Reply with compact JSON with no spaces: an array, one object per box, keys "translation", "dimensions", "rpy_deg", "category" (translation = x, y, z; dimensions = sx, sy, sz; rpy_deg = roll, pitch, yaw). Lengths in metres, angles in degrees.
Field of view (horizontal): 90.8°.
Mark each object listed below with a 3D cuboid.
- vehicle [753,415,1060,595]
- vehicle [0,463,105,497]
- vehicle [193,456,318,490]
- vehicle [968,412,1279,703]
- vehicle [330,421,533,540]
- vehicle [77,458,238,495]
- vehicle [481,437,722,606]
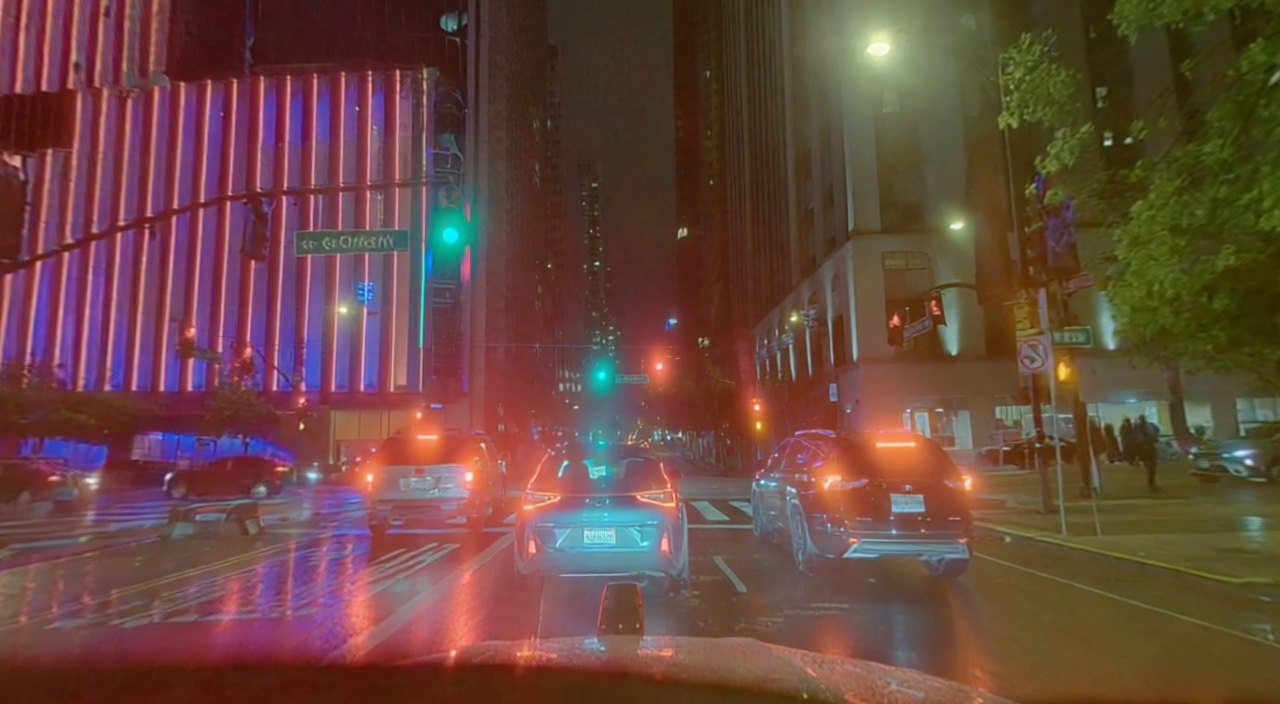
[{"translation":[3.041,1.849,8.630],"dimensions":[2.072,1.735,4.759],"rpy_deg":[0,-8,0],"category":"vehicle"},{"translation":[-28.995,6.138,30.439],"dimensions":[4.636,1.482,1.886],"rpy_deg":[0,-8,-1],"category":"vehicle"},{"translation":[-17.911,5.617,29.537],"dimensions":[4.673,1.478,2.114],"rpy_deg":[-2,-9,11],"category":"vehicle"},{"translation":[2.740,0.808,1.119],"dimensions":[1.902,1.454,4.540],"rpy_deg":[0,-8,0],"category":"vehicle"},{"translation":[-3.695,2.392,12.526],"dimensions":[2.190,1.840,5.272],"rpy_deg":[0,-8,0],"category":"vehicle"},{"translation":[-20.261,5.247,26.704],"dimensions":[5.153,1.449,1.966],"rpy_deg":[0,-8,0],"category":"vehicle"},{"translation":[-0.360,1.787,7.647],"dimensions":[2.092,1.454,4.132],"rpy_deg":[0,-8,-1],"category":"vehicle"}]
